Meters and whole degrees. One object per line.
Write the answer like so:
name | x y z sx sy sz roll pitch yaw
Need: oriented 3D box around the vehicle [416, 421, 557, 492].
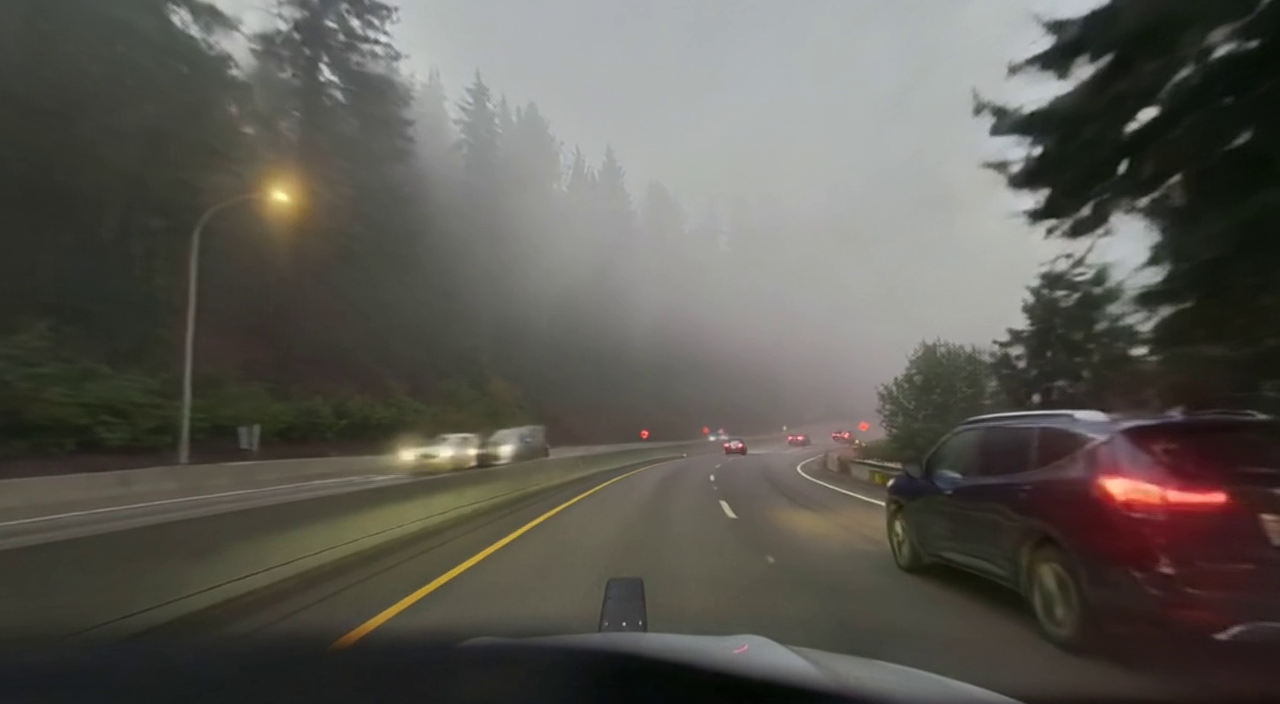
vehicle | -3.931 2.799 17.167 2.295 1.648 4.689 -1 -8 5

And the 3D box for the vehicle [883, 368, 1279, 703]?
vehicle | 3.961 1.242 5.333 2.112 1.708 4.380 0 -8 1
